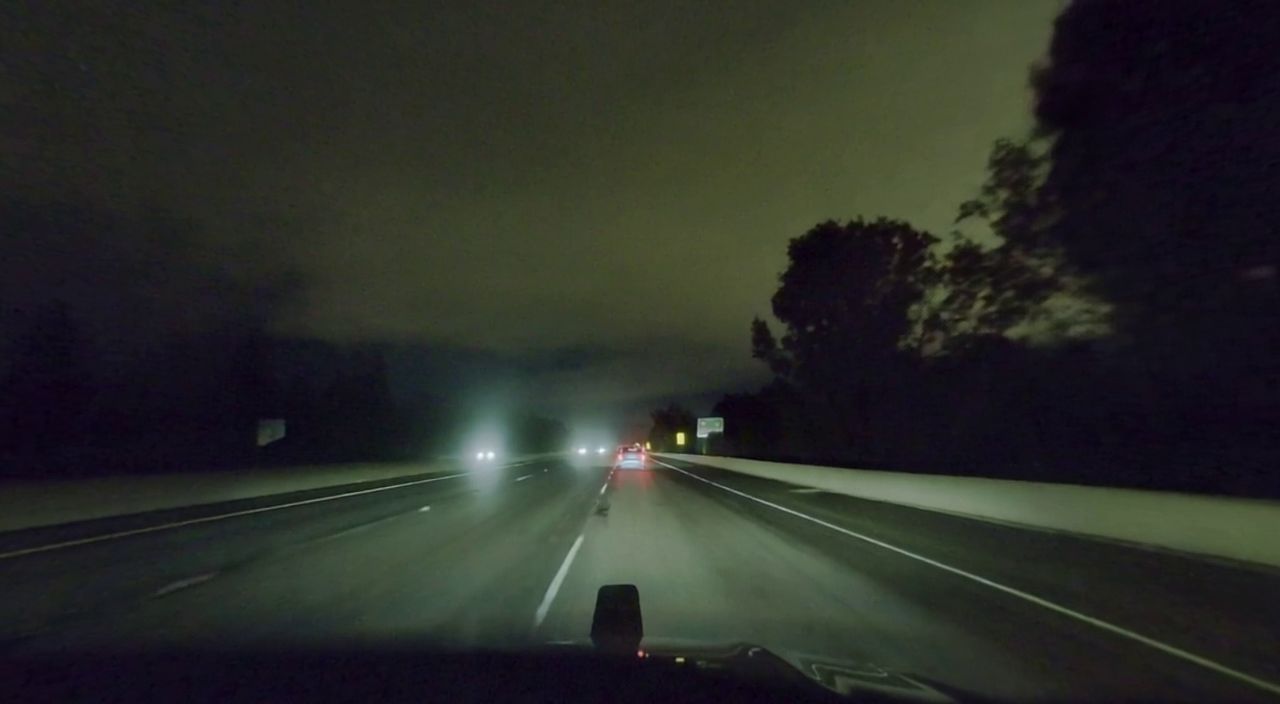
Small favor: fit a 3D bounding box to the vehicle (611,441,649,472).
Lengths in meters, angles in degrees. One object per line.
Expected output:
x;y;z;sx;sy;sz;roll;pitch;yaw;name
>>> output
-0.586;6.273;37.853;2.120;1.715;4.153;0;-9;-1;vehicle
